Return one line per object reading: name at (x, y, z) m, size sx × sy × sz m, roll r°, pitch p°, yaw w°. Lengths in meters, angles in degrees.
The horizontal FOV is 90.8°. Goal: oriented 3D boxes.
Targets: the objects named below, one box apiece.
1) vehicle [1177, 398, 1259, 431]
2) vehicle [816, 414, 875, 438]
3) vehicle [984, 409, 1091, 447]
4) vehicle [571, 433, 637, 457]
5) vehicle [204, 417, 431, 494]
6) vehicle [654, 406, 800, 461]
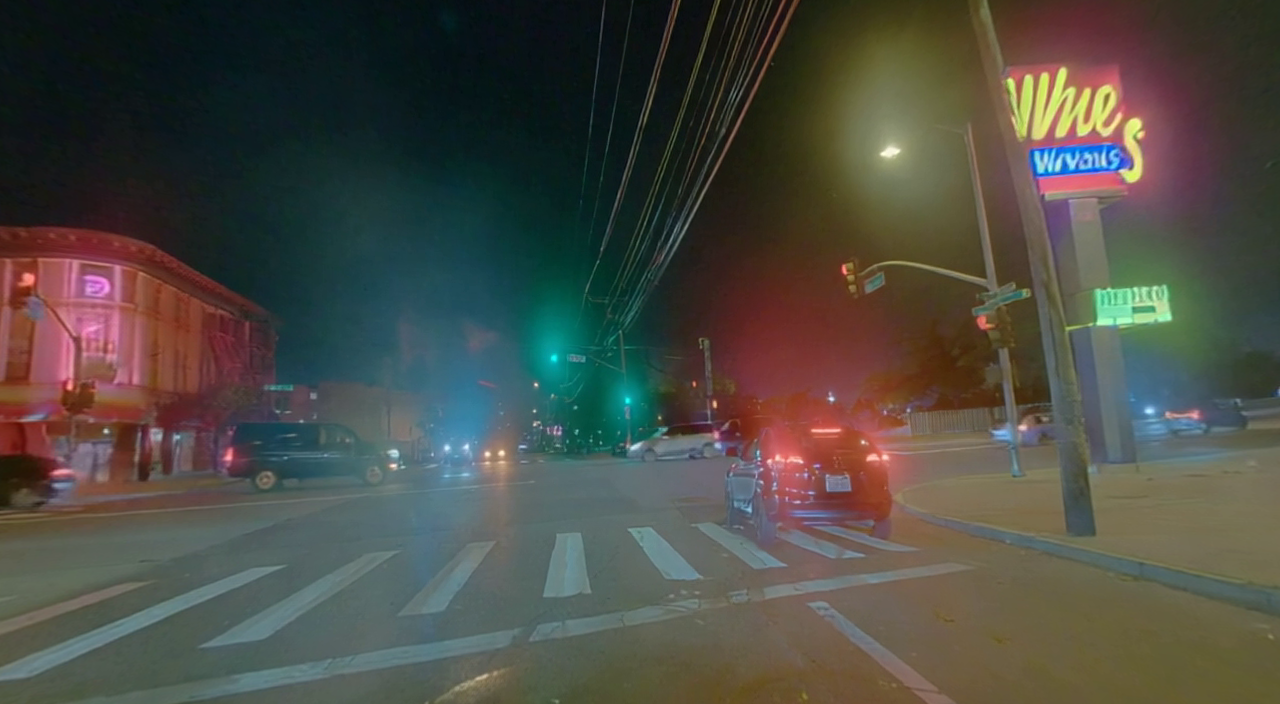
vehicle at (33.406, 3.639, 36.482) m, size 4.637 × 1.723 × 1.911 m, roll 4°, pitch -10°, yaw -29°
vehicle at (16.082, 5.828, 49.431) m, size 4.589 × 1.730 × 1.801 m, roll 6°, pitch -9°, yaw -31°
vehicle at (17.093, 3.306, 27.129) m, size 4.499 × 1.524 × 1.784 m, roll 4°, pitch -10°, yaw -29°
vehicle at (-2.679, 6.810, 46.374) m, size 4.591 × 1.686 × 1.816 m, roll 1°, pitch -9°, yaw -11°
vehicle at (-9.331, 2.990, 18.578) m, size 5.603 × 1.938 × 2.081 m, roll 5°, pitch -10°, yaw -33°
vehicle at (3.560, 3.343, 25.696) m, size 5.588 × 1.985 × 2.374 m, roll 5°, pitch -10°, yaw -31°
